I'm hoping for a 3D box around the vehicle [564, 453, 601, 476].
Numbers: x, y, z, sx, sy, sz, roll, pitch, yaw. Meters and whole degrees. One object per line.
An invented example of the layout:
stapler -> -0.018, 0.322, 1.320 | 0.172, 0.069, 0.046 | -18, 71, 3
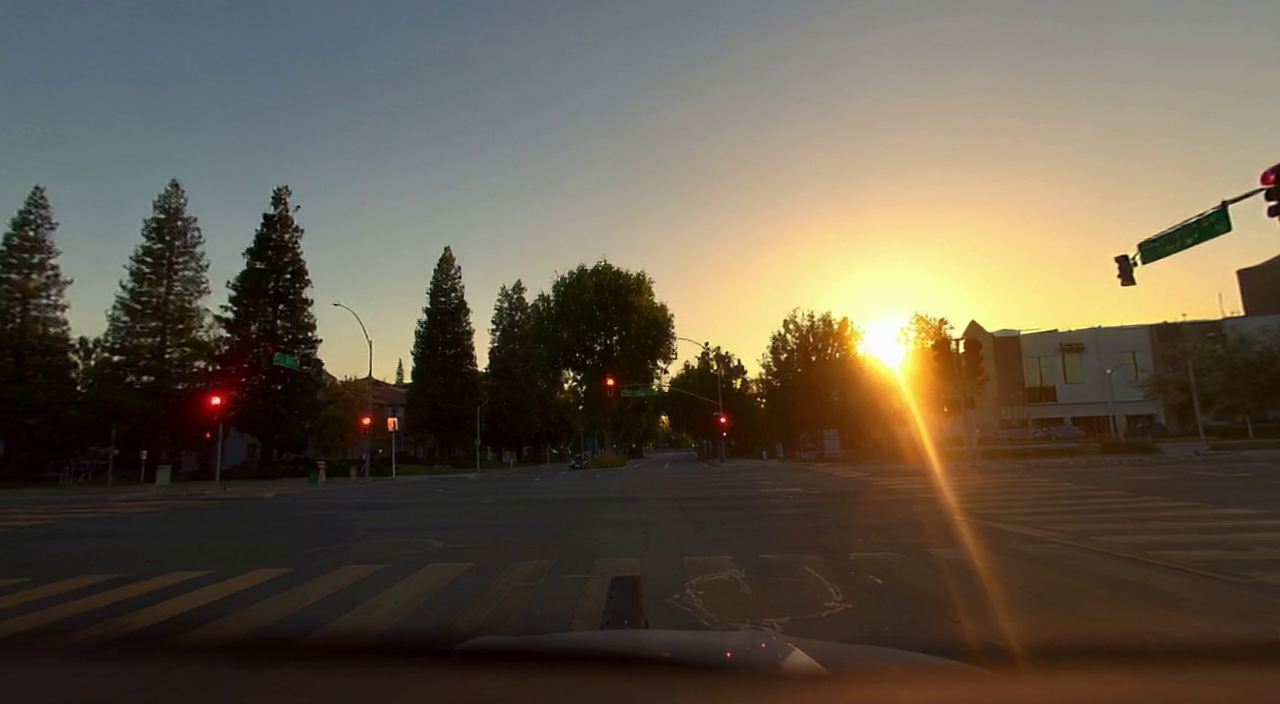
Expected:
vehicle -> -4.477, 8.848, 49.836 | 2.030, 1.704, 4.205 | -1, -8, 7
